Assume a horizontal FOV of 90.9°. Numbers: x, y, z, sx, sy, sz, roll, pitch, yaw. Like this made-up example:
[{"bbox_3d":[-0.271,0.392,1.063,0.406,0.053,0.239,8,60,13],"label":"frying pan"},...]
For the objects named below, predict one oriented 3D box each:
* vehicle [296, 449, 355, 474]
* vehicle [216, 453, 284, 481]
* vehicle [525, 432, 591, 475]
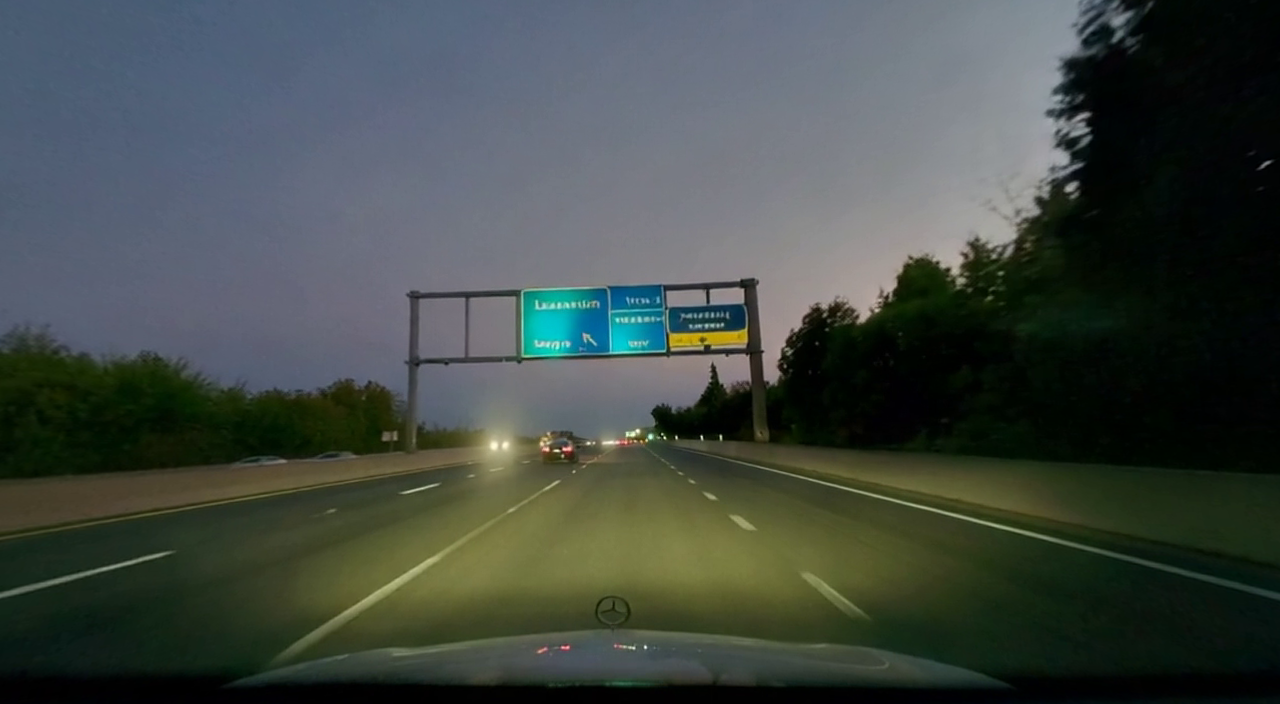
[{"bbox_3d":[-19.974,6.965,40.171,1.794,1.388,3.768,-1,-8,-1],"label":"vehicle"},{"bbox_3d":[-22.896,6.743,37.144,1.641,1.400,3.729,-1,-8,-1],"label":"vehicle"},{"bbox_3d":[-3.036,3.848,24.172,2.000,1.491,3.913,0,-8,0],"label":"vehicle"}]
